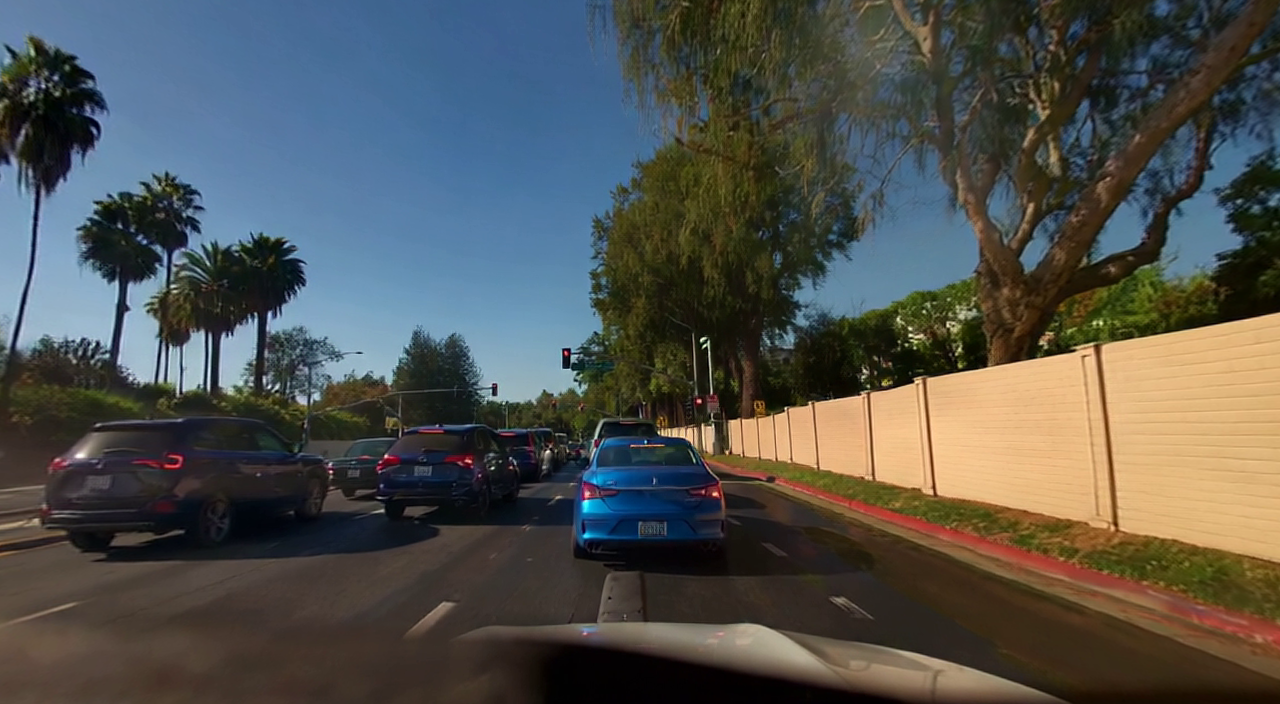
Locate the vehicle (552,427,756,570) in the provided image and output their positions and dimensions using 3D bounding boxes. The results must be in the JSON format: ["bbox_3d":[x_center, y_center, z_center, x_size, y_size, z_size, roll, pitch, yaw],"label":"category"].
[{"bbox_3d":[0.070,1.848,8.794,2.128,1.473,4.272,0,-8,-2],"label":"vehicle"}]

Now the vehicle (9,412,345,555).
[{"bbox_3d":[-6.689,1.924,9.959,1.963,1.721,4.467,0,-8,-2],"label":"vehicle"}]

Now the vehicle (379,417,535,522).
[{"bbox_3d":[-3.452,2.300,12.823,2.007,1.746,4.136,0,-8,-2],"label":"vehicle"}]
